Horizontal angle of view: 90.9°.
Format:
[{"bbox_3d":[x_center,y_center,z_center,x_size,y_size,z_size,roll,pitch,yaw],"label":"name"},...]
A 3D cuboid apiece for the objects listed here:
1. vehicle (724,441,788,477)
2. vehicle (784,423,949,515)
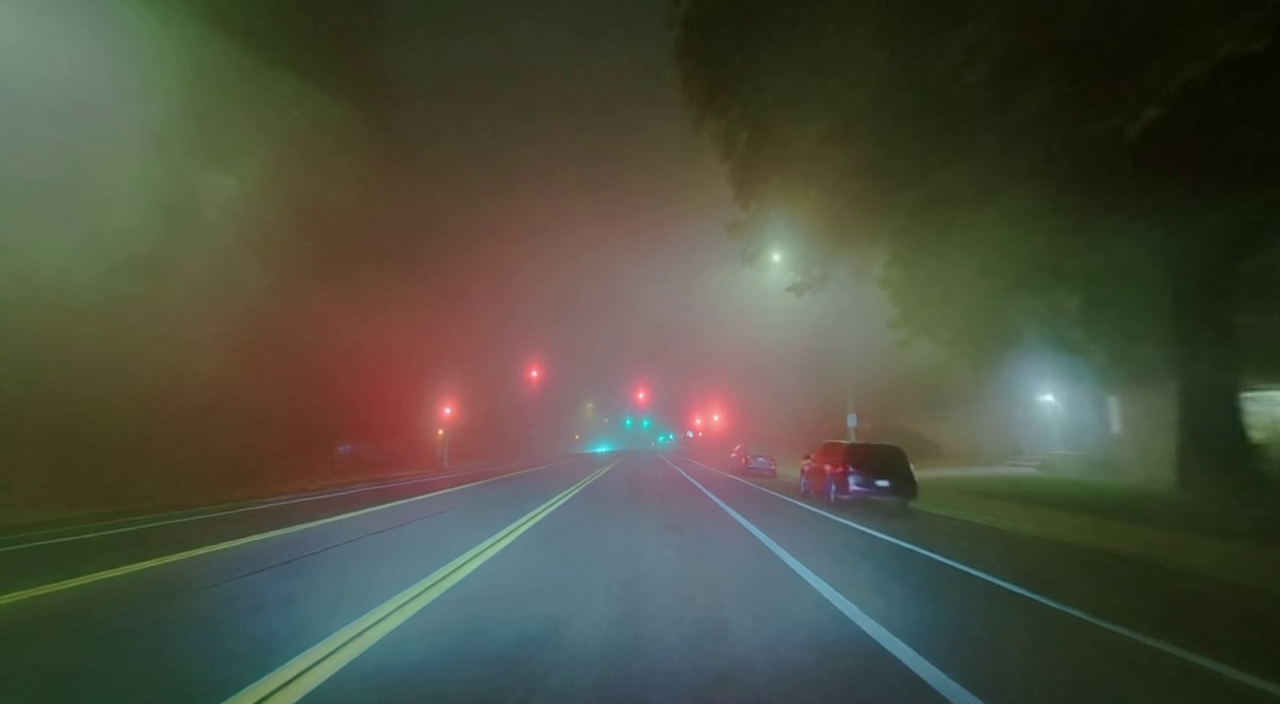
[{"bbox_3d":[5.131,4.815,28.633,1.995,1.472,4.884,0,-8,0],"label":"vehicle"},{"bbox_3d":[4.915,2.605,14.526,2.069,1.743,4.595,0,-8,0],"label":"vehicle"}]
